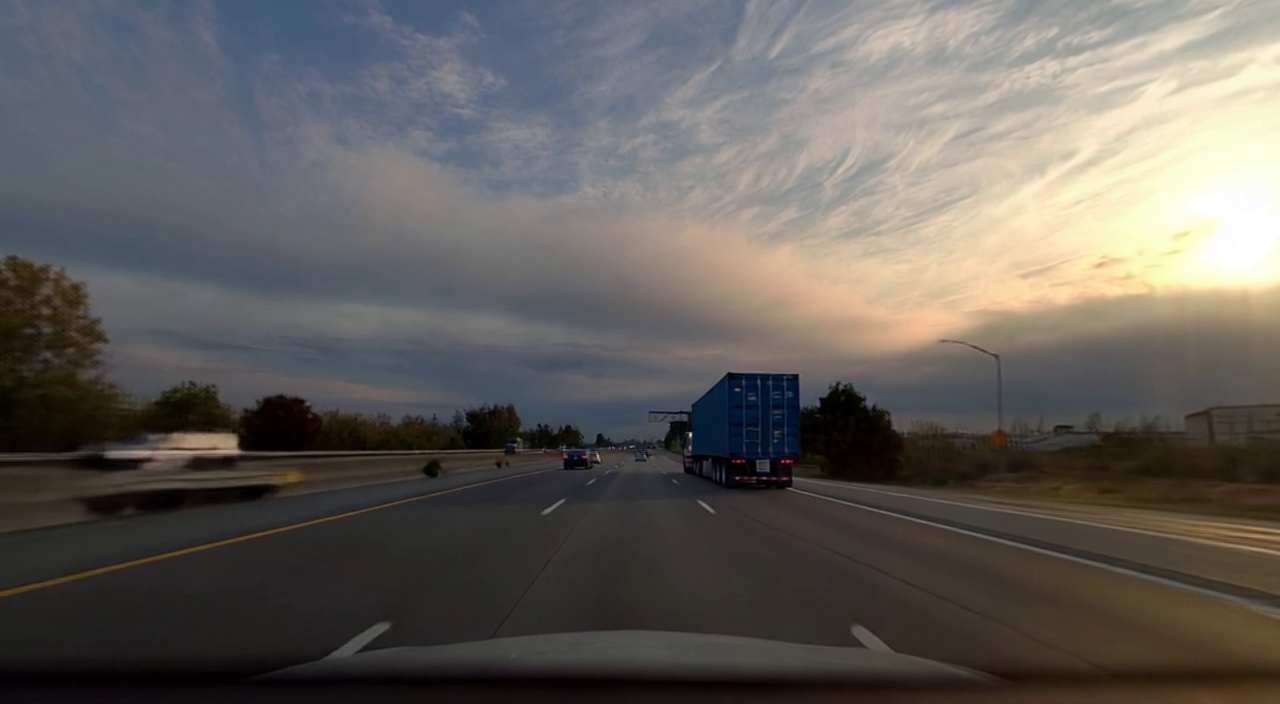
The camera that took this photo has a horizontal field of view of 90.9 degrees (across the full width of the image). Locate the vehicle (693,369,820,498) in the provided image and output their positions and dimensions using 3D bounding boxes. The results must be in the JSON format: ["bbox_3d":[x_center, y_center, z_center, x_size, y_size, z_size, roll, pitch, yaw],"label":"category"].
[{"bbox_3d":[4.202,3.569,26.359,2.821,4.046,12.876,0,-9,0],"label":"vehicle"}]

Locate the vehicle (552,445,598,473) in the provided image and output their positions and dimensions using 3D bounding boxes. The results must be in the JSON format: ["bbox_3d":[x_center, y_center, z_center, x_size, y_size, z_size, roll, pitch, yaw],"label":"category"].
[{"bbox_3d":[-4.085,6.849,40.442,2.370,1.647,5.091,0,-9,1],"label":"vehicle"}]

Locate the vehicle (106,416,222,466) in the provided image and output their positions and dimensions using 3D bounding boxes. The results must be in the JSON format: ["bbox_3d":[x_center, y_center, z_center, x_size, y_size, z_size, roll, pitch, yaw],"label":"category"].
[{"bbox_3d":[-20.088,3.828,26.823,1.899,1.973,3.718,0,-9,1],"label":"vehicle"}]

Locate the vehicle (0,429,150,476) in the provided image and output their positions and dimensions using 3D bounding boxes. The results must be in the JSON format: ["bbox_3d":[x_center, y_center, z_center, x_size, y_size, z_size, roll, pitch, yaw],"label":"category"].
[{"bbox_3d":[-20.012,3.535,22.161,1.828,1.455,4.660,0,-9,0],"label":"vehicle"}]
